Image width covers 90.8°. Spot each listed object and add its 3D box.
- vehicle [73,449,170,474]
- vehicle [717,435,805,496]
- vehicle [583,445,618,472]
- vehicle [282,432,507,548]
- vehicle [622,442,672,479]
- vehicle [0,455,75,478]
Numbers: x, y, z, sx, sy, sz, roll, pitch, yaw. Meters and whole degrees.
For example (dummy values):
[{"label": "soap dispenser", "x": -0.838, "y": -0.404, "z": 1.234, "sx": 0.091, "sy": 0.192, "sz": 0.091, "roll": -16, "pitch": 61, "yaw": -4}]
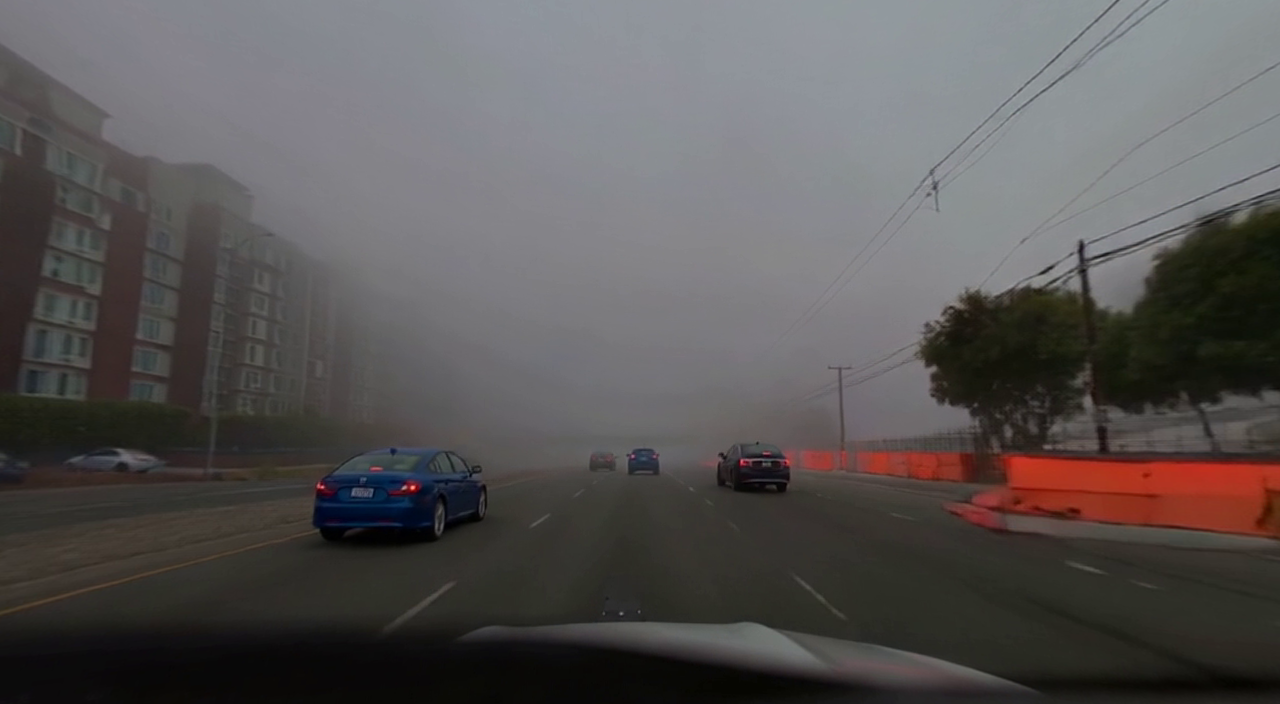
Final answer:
[{"label": "vehicle", "x": -36.248, "y": 7.634, "z": 44.266, "sx": 4.874, "sy": 1.671, "sz": 1.983, "roll": 1, "pitch": -8, "yaw": -2}, {"label": "vehicle", "x": 3.849, "y": 3.695, "z": 20.933, "sx": 2.029, "sy": 1.797, "sz": 4.218, "roll": 0, "pitch": -8, "yaw": -1}, {"label": "vehicle", "x": -2.827, "y": 7.688, "z": 46.056, "sx": 2.190, "sy": 1.832, "sz": 4.417, "roll": 0, "pitch": -8, "yaw": 1}, {"label": "vehicle", "x": -3.632, "y": 2.106, "z": 10.341, "sx": 1.968, "sy": 1.473, "sz": 4.209, "roll": 0, "pitch": -8, "yaw": 0}, {"label": "vehicle", "x": 0.352, "y": 5.353, "z": 31.499, "sx": 2.291, "sy": 1.714, "sz": 4.217, "roll": 0, "pitch": -8, "yaw": 0}, {"label": "vehicle", "x": -36.845, "y": 6.865, "z": 37.829, "sx": 4.090, "sy": 1.271, "sz": 1.813, "roll": 1, "pitch": -8, "yaw": -3}]
